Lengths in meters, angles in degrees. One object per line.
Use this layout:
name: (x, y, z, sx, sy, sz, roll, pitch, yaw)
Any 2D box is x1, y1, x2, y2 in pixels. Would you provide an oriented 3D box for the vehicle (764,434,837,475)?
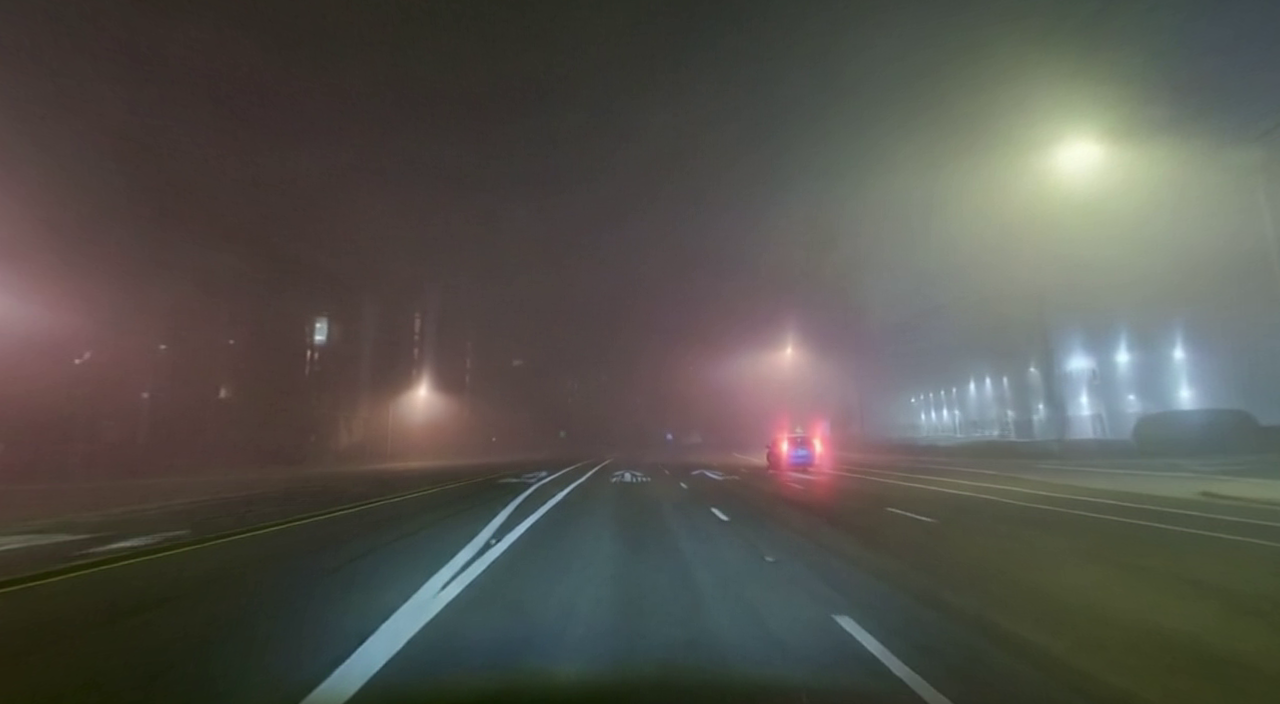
vehicle: (6.247, 4.029, 24.959, 1.908, 1.476, 3.880, 0, -9, 1)
